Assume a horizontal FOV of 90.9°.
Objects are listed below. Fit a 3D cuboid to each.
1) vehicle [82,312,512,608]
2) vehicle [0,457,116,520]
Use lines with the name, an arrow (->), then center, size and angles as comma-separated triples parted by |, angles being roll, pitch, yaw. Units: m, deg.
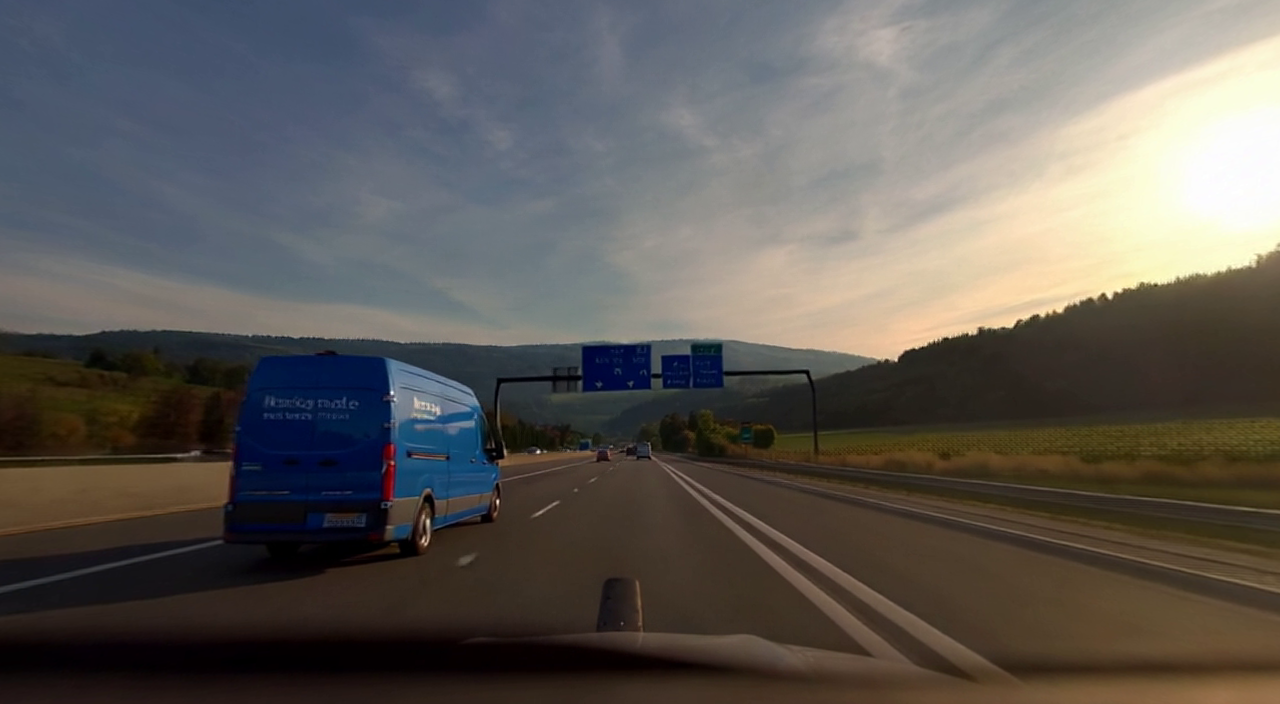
vehicle -> -3.736, 1.452, 9.170 | 2.320, 2.636, 7.021 | 0, -9, 0
vehicle -> -16.468, 3.506, 16.393 | 1.840, 1.455, 4.357 | 0, -9, 1
